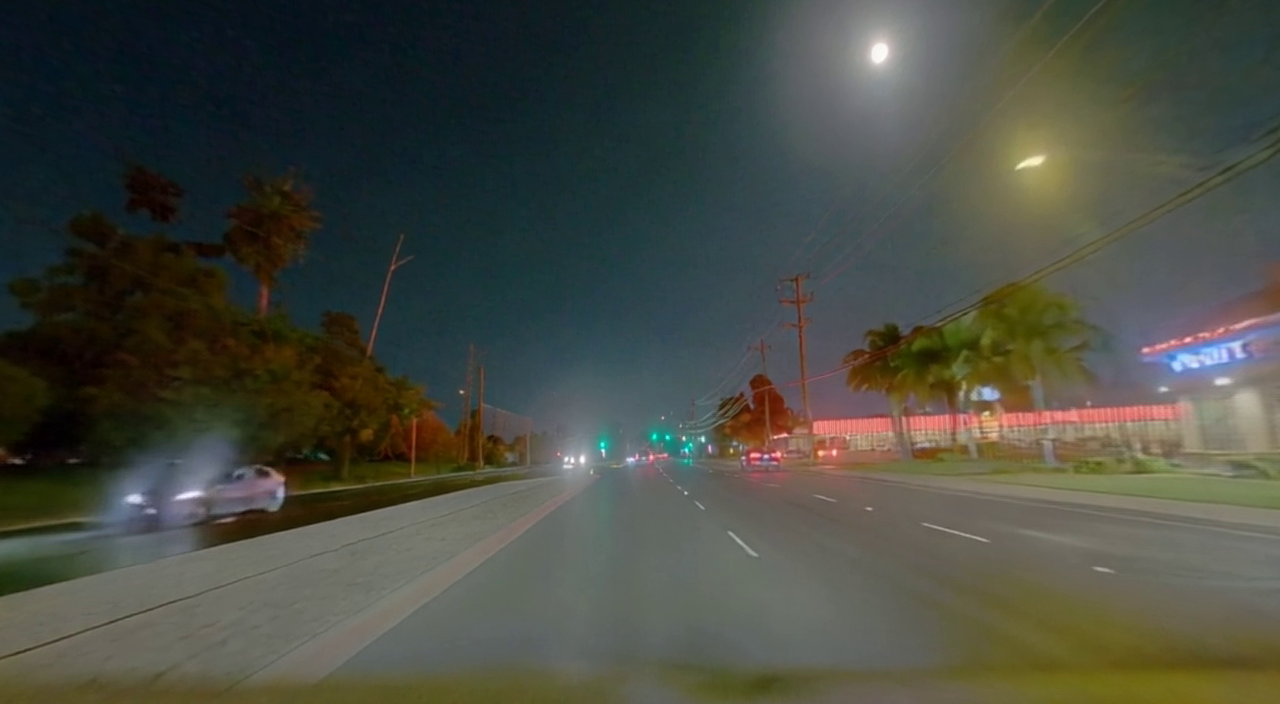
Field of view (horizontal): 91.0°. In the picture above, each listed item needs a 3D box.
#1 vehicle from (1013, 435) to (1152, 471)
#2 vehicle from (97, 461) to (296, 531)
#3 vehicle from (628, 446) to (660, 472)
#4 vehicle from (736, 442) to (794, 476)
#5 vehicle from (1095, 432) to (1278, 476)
[{"bbox_3d":[20.212,4.651,28.951,4.728,1.520,2.107,-1,-9,1],"label":"vehicle"},{"bbox_3d":[-11.470,3.721,16.821,1.942,1.497,4.582,0,-9,1],"label":"vehicle"},{"bbox_3d":[0.282,7.340,43.412,2.138,1.702,4.168,0,-9,1],"label":"vehicle"},{"bbox_3d":[6.791,5.873,34.808,2.252,1.718,4.617,0,-9,0],"label":"vehicle"},{"bbox_3d":[19.950,3.740,23.168,4.768,1.512,1.986,0,-9,1],"label":"vehicle"}]
